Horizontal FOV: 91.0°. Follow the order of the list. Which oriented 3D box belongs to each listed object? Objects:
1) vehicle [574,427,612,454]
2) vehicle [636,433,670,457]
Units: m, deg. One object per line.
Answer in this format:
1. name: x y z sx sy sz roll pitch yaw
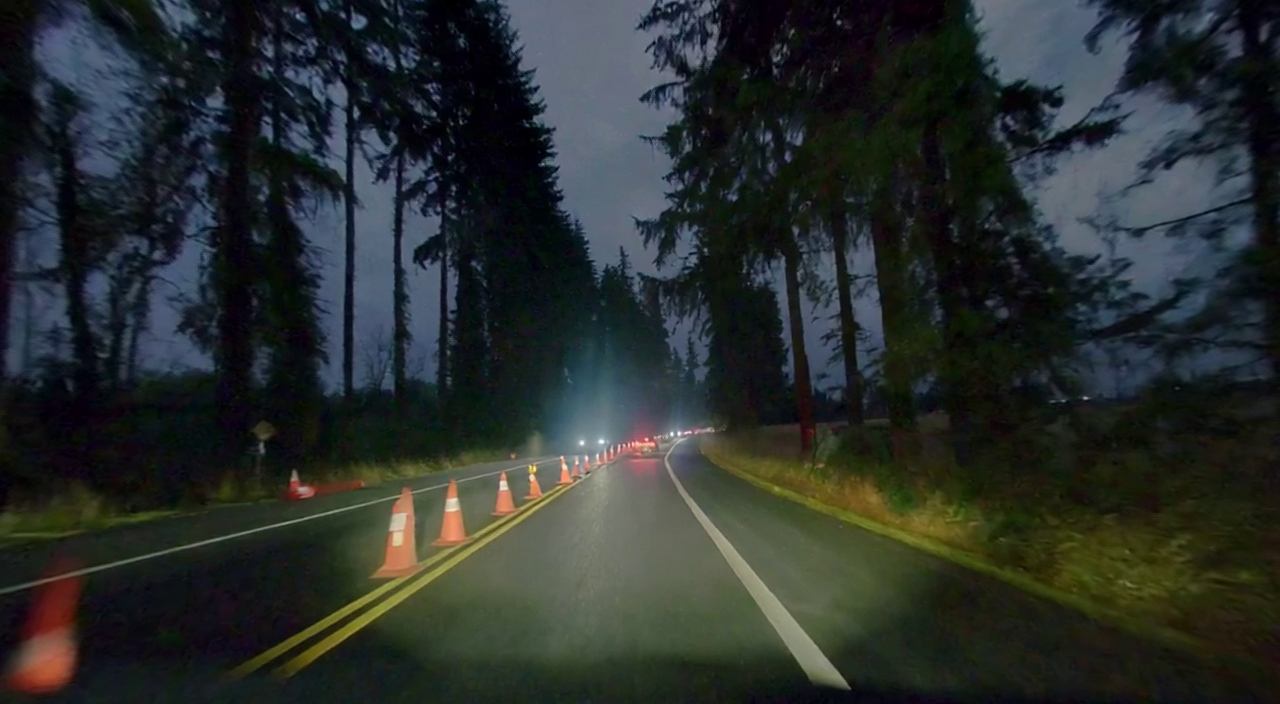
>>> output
1. vehicle: -3.423 6.608 46.705 2.079 1.880 4.493 -1 -8 5
2. vehicle: 0.884 6.171 41.617 2.042 1.489 3.963 0 -8 4
